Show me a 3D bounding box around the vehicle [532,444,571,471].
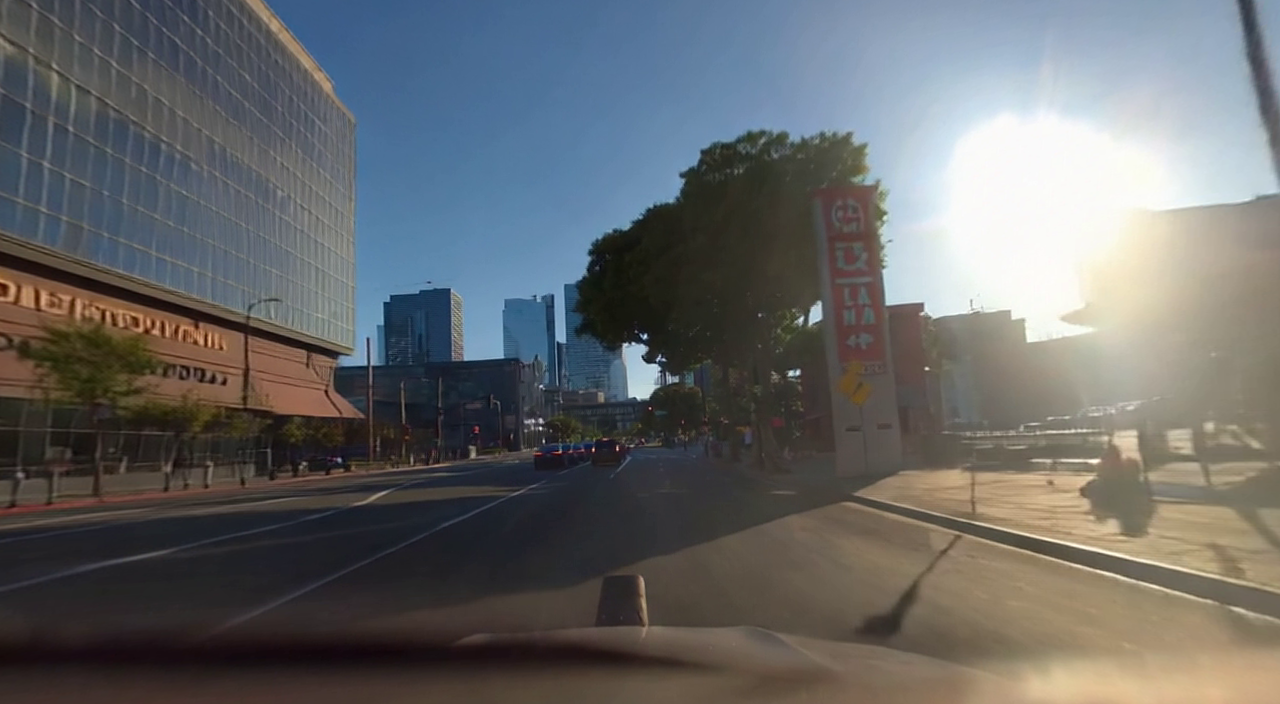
[{"bbox_3d":[-5.451,6.526,39.332,1.889,1.572,3.599,0,-8,1],"label":"vehicle"}]
